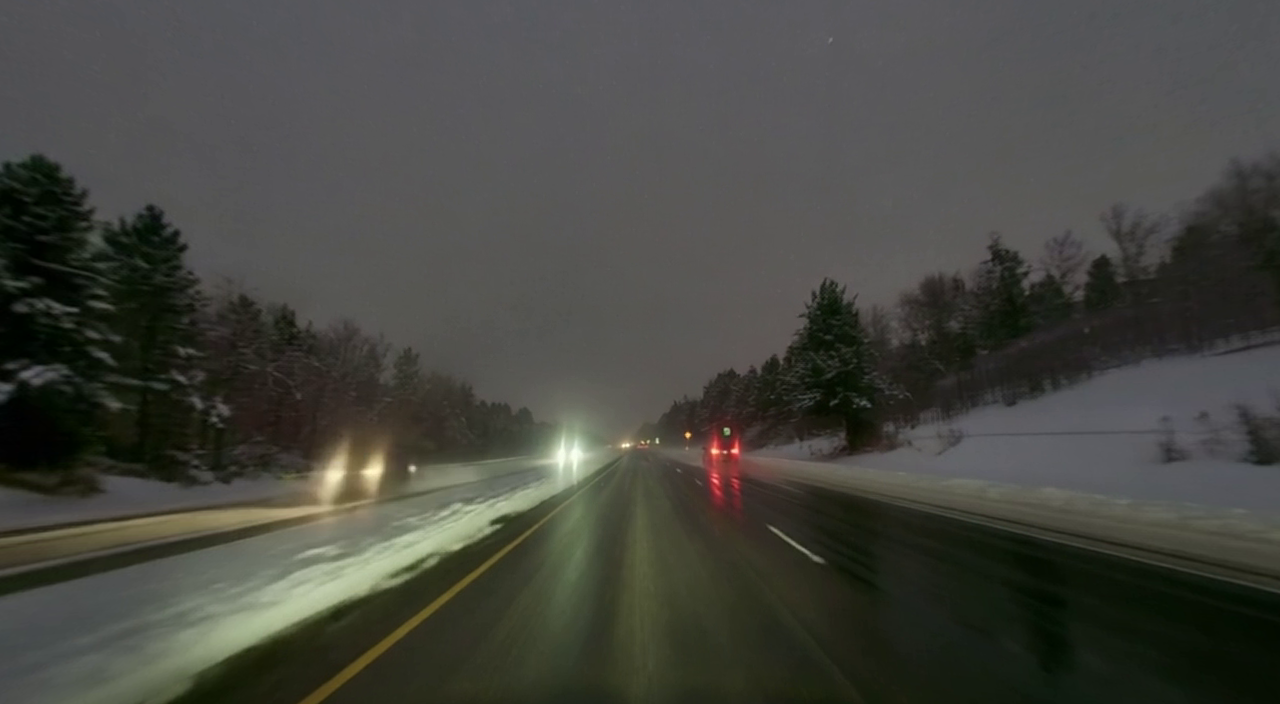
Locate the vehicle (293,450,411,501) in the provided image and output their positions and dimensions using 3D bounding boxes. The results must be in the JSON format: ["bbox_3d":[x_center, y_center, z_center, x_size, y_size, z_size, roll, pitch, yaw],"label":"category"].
[{"bbox_3d":[-9.494,4.081,21.189,1.888,1.495,4.445,0,-9,-1],"label":"vehicle"}]

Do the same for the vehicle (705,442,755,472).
[{"bbox_3d":[4.515,5.345,32.126,1.923,1.408,3.835,0,-9,-1],"label":"vehicle"}]
